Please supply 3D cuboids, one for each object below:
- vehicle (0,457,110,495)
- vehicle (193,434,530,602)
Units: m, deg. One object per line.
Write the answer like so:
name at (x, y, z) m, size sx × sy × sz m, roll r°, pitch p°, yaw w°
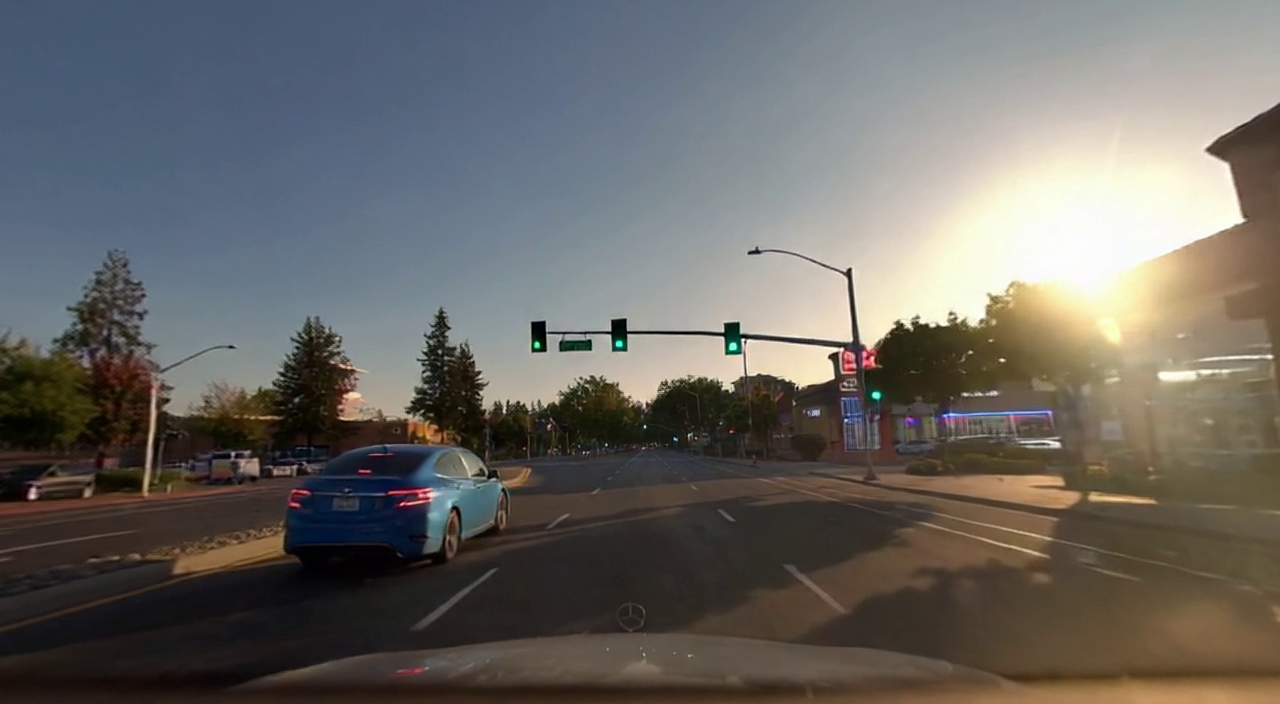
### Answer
vehicle at (-31.171, 6.417, 32.823) m, size 5.009 × 1.772 × 2.506 m, roll 5°, pitch -10°, yaw -30°
vehicle at (-2.871, 1.810, 7.941) m, size 2.082 × 1.460 × 4.636 m, roll 0°, pitch -8°, yaw 1°
